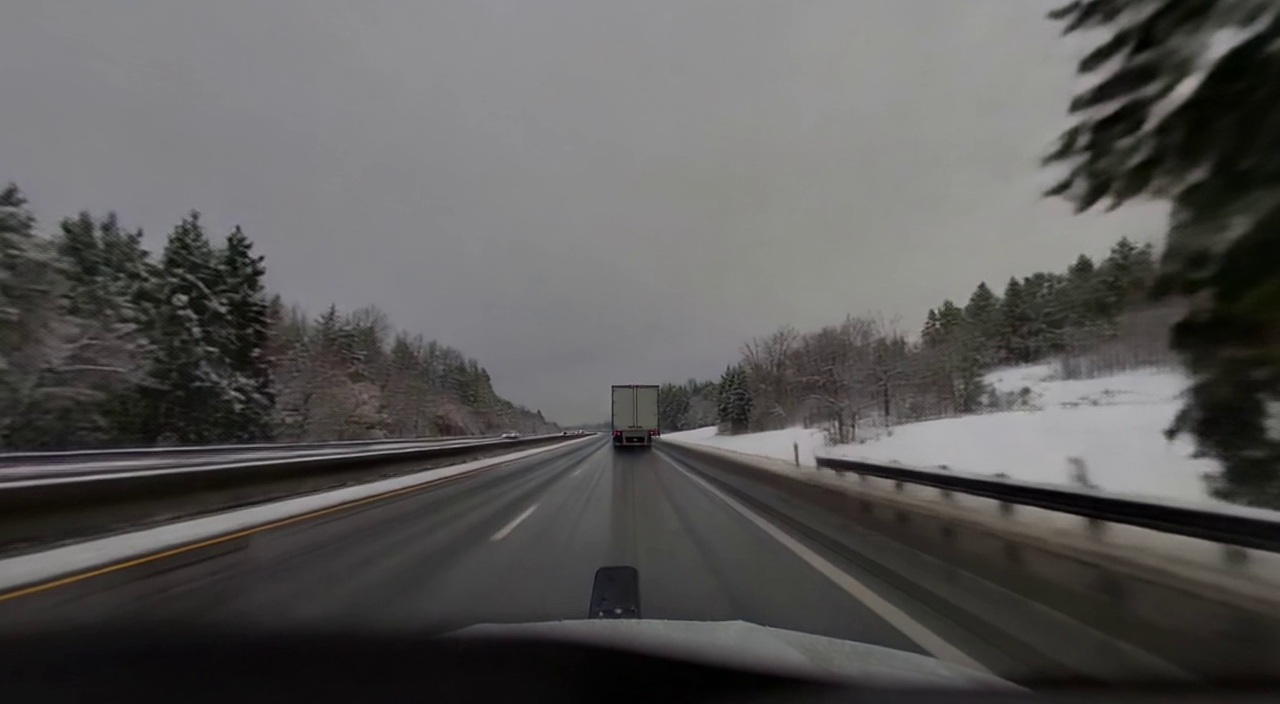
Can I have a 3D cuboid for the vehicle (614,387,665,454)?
[{"bbox_3d":[-0.193,4.897,43.549,3.013,4.016,11.496,0,-8,-2],"label":"vehicle"}]
